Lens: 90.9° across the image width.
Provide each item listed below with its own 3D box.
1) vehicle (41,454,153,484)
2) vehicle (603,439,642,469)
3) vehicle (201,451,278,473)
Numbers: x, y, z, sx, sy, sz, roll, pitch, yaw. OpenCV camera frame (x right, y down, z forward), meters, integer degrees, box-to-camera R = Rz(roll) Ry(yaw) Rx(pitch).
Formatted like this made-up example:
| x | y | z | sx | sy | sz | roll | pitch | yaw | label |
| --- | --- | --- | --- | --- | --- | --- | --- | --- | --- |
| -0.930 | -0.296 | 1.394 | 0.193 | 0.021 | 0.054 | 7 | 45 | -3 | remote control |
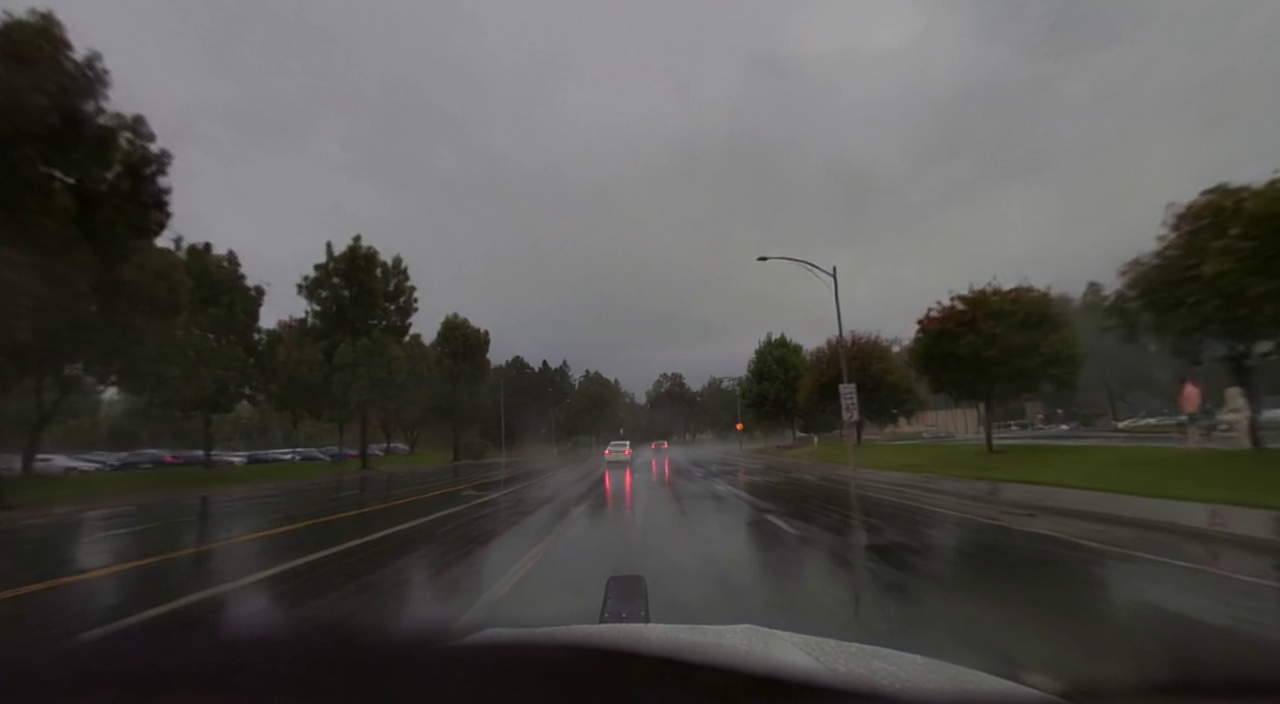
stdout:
| x | y | z | sx | sy | sz | roll | pitch | yaw | label |
| --- | --- | --- | --- | --- | --- | --- | --- | --- | --- |
| -30.017 | 6.457 | 34.968 | 4.468 | 1.471 | 1.879 | -1 | -8 | 1 | vehicle |
| -0.894 | 5.489 | 34.214 | 1.978 | 1.499 | 3.915 | -1 | -8 | 0 | vehicle |
| -30.318 | 8.345 | 47.859 | 4.455 | 1.566 | 2.029 | 0 | -8 | -2 | vehicle |
